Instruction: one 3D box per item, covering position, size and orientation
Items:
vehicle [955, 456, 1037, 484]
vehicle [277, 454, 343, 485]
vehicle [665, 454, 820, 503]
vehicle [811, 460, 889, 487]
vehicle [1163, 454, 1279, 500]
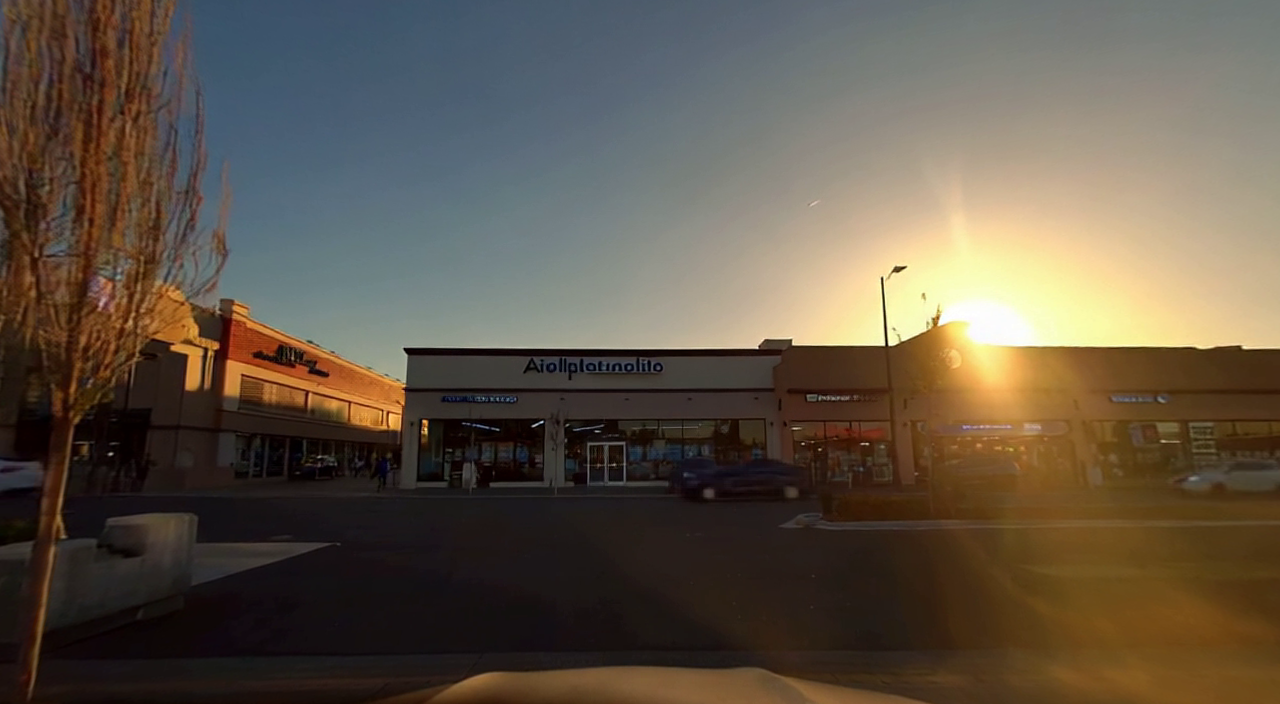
[{"bbox_3d":[25.736,8.499,45.751,4.838,1.799,1.914,-7,-11,39],"label":"vehicle"},{"bbox_3d":[-20.019,7.083,38.243,4.596,1.680,1.936,-8,-11,42],"label":"vehicle"},{"bbox_3d":[3.289,4.109,20.756,4.661,1.478,1.878,1,-9,-7],"label":"vehicle"},{"bbox_3d":[12.991,7.512,39.386,1.791,1.453,4.593,5,-10,-29],"label":"vehicle"},{"bbox_3d":[22.744,4.717,24.037,4.073,1.609,1.813,1,-9,-4],"label":"vehicle"}]
